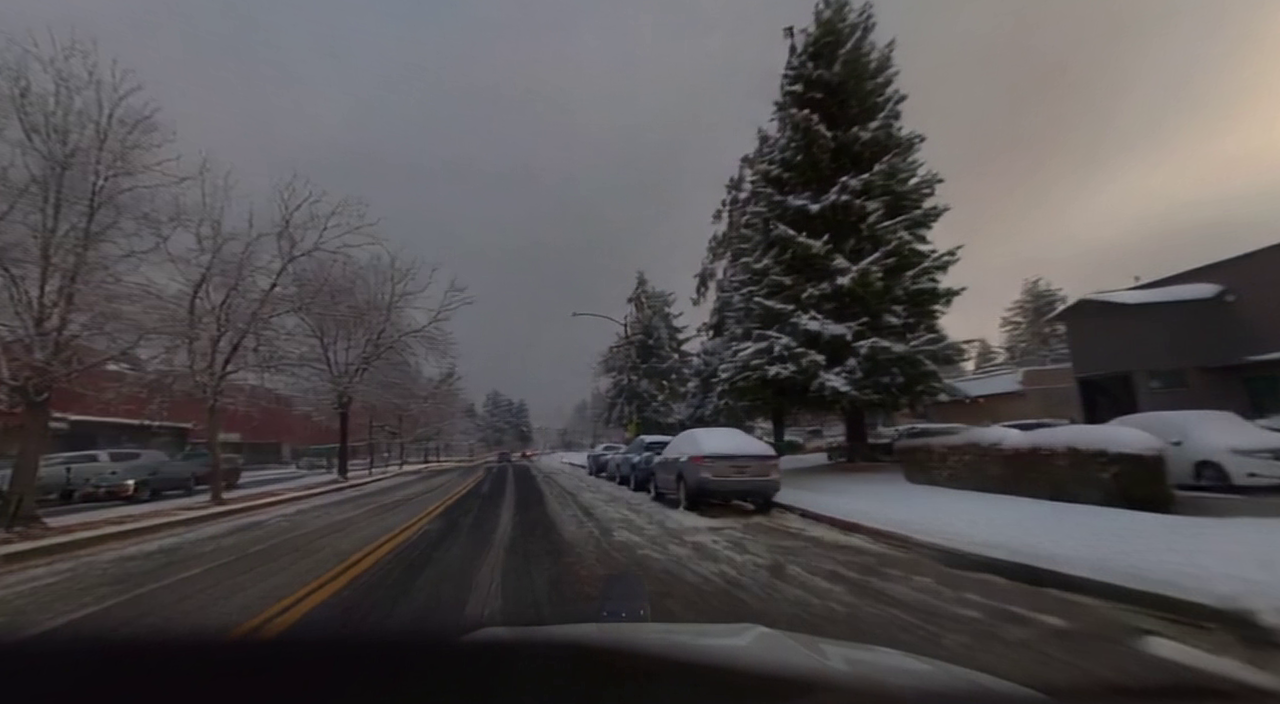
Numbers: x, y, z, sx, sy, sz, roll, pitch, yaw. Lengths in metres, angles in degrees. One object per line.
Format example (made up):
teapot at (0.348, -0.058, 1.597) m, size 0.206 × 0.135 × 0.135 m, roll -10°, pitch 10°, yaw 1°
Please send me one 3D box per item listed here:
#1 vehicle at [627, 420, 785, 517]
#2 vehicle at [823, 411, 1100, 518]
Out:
vehicle at (1.334, 2.829, 15.937) m, size 2.292 × 1.974 × 5.853 m, roll 1°, pitch -9°, yaw -12°
vehicle at (6.912, 2.425, 14.682) m, size 2.282 × 1.893 × 6.027 m, roll 0°, pitch -7°, yaw -13°
